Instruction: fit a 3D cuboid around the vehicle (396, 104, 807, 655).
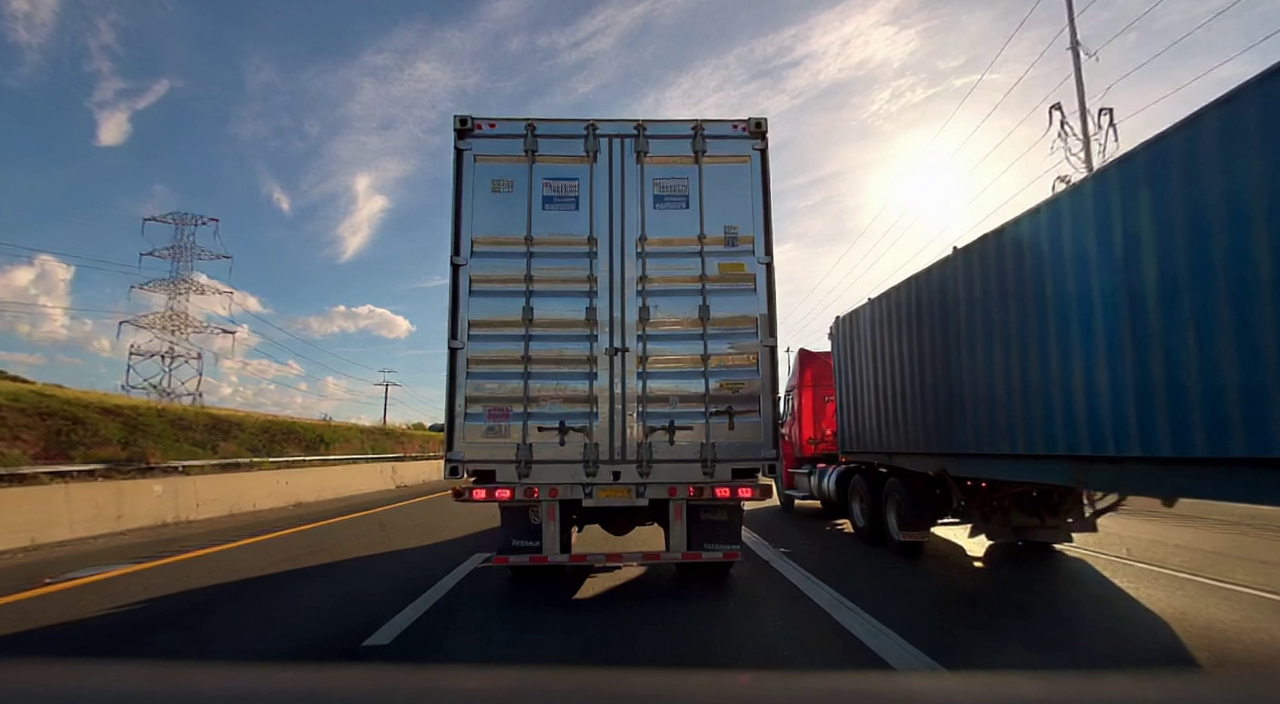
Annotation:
[{"bbox_3d":[-0.284,0.959,10.630,2.841,4.071,12.046,0,-8,0],"label":"vehicle"}]
